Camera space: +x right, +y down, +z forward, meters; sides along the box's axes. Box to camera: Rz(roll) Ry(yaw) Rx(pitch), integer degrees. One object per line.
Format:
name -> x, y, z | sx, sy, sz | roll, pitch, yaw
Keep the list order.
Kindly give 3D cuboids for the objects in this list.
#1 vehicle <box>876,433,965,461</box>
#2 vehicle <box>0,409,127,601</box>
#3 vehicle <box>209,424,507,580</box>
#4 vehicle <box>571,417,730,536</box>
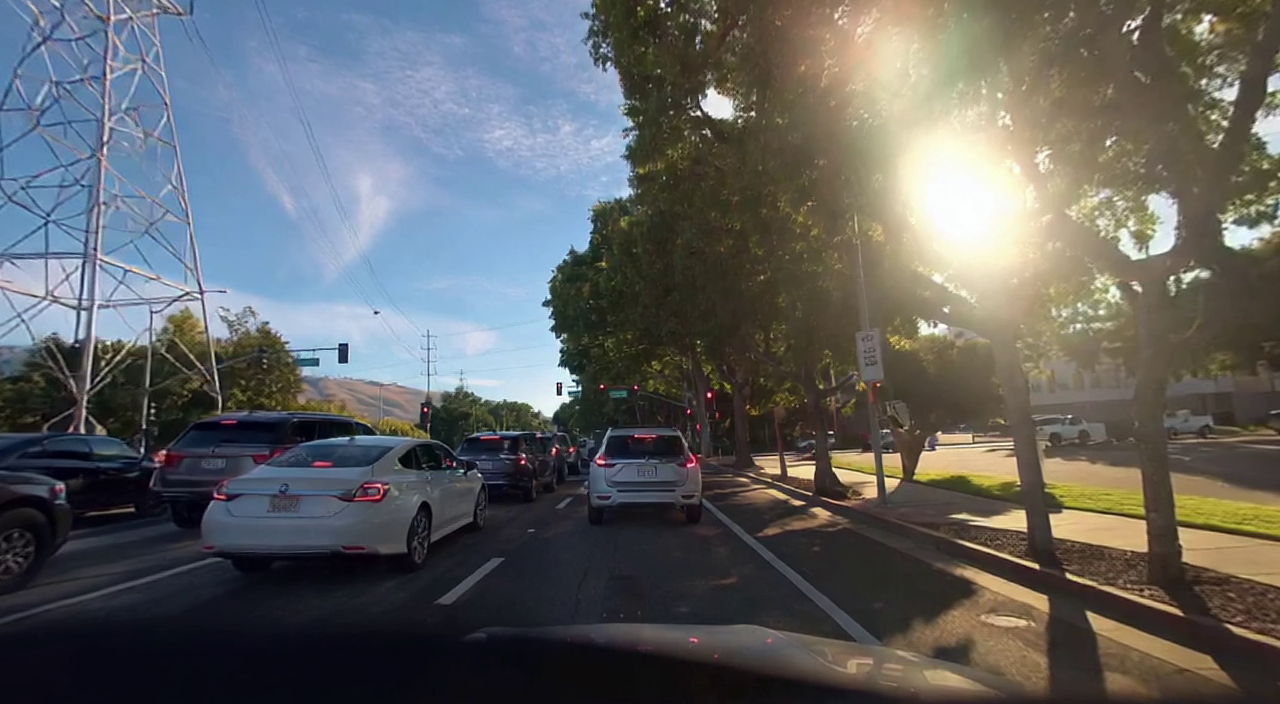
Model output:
vehicle -> 15.027, 5.106, 33.947 | 3.858, 1.437, 1.899 | 1, -8, -6
vehicle -> -6.348, 1.189, 4.611 | 1.866, 1.602, 3.938 | 0, -8, 0
vehicle -> -3.176, 1.764, 8.340 | 1.973, 1.469, 4.448 | 0, -8, -1
vehicle -> 0.085, 2.072, 11.127 | 2.239, 1.661, 4.224 | 0, -8, -2
